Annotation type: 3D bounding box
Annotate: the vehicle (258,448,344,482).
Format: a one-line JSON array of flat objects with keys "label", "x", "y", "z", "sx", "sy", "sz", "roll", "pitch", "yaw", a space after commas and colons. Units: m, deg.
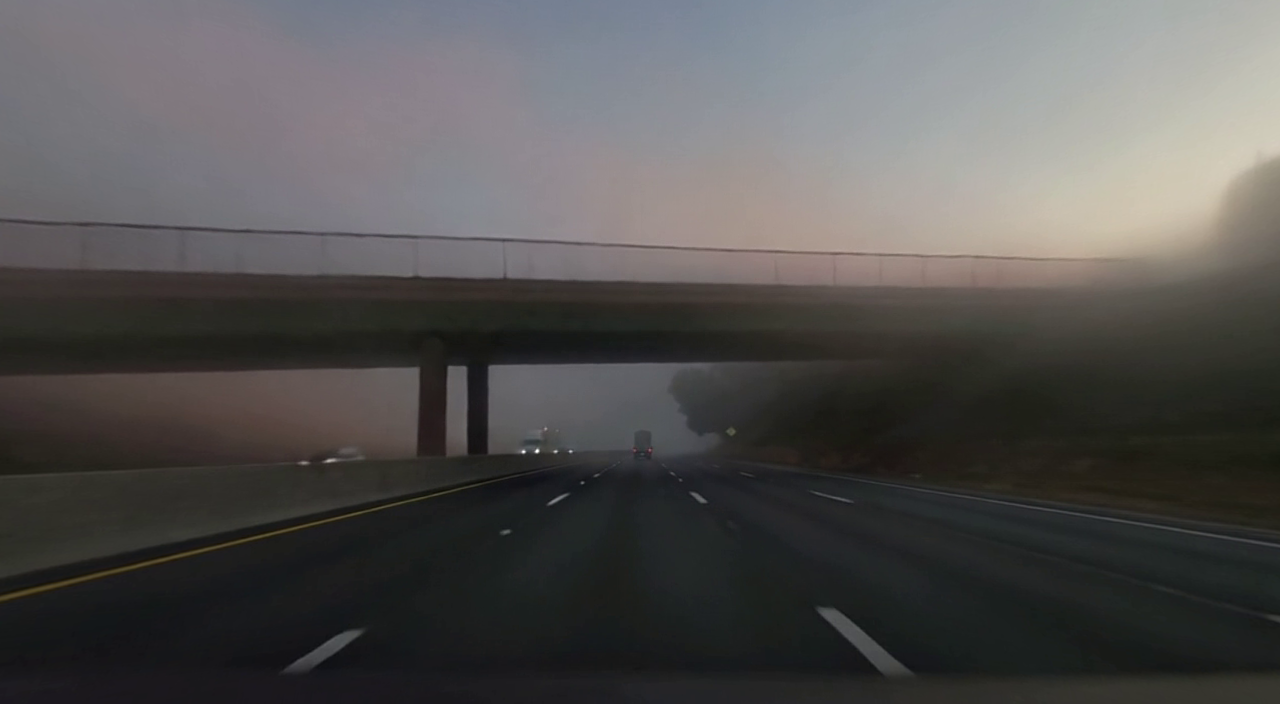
[{"label": "vehicle", "x": -18.851, "y": 6.277, "z": 35.392, "sx": 2.010, "sy": 1.771, "sz": 4.812, "roll": -1, "pitch": -9, "yaw": 1}]
